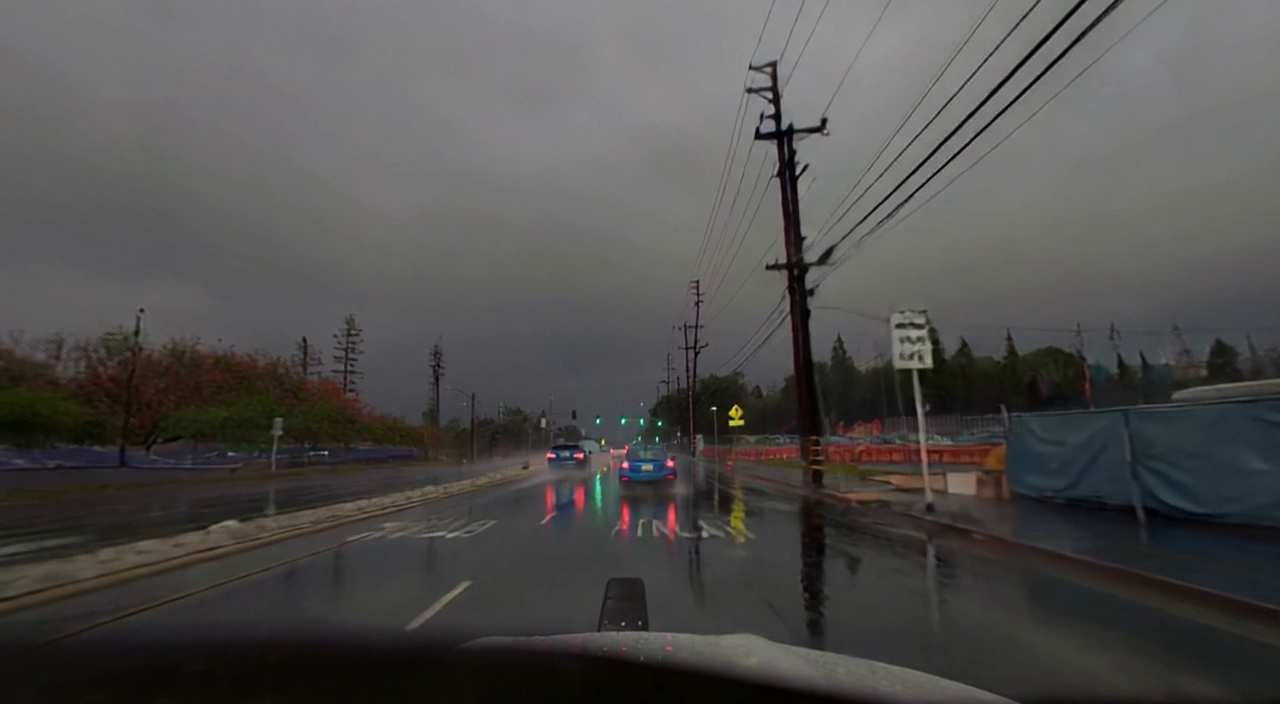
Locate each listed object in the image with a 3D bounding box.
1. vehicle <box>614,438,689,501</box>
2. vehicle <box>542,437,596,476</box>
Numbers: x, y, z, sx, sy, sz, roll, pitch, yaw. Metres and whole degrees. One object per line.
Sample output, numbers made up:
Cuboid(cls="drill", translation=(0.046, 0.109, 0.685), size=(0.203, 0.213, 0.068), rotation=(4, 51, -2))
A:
Cuboid(cls="vehicle", translation=(0.314, 3.542, 19.358), size=(2.059, 1.691, 3.980), rotation=(0, -8, 0))
Cuboid(cls="vehicle", translation=(-3.472, 5.191, 31.443), size=(2.078, 1.804, 4.387), rotation=(-1, -8, 1))
